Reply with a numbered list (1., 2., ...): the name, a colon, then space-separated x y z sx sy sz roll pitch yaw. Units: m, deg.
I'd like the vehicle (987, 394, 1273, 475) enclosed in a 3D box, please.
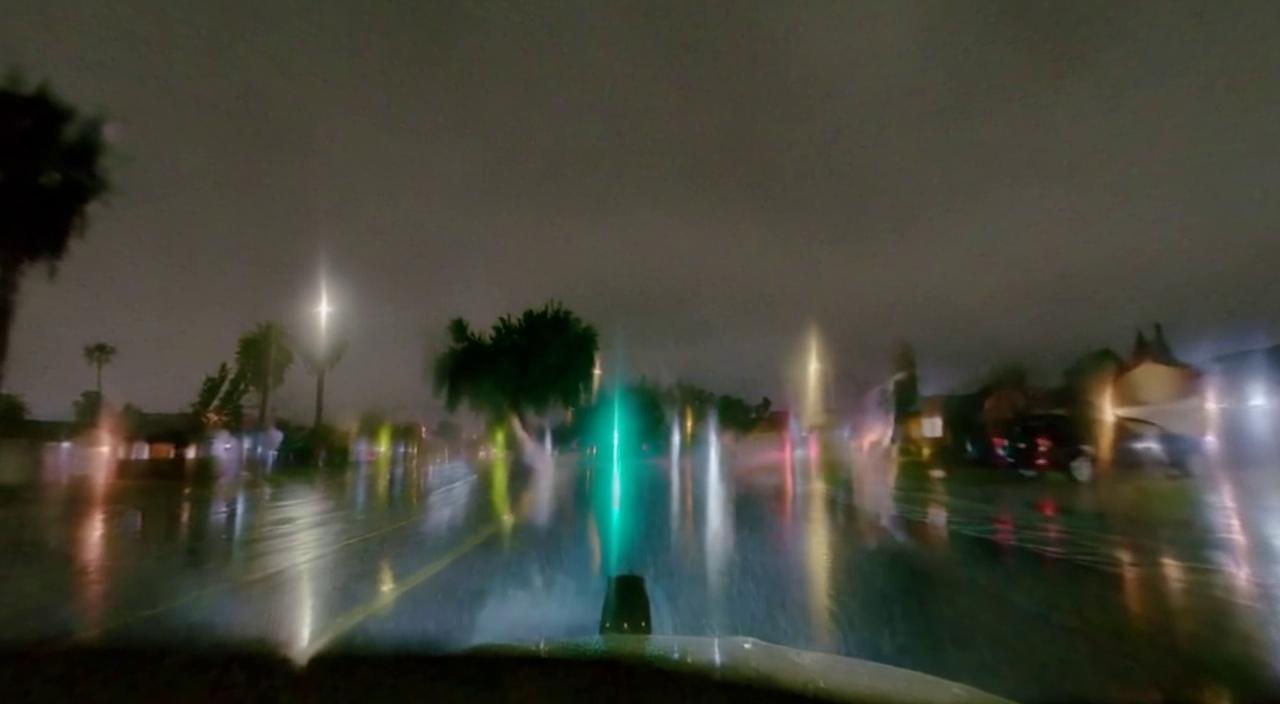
1. vehicle: 13.871 2.487 18.485 6.051 2.092 2.231 -3 -11 19
